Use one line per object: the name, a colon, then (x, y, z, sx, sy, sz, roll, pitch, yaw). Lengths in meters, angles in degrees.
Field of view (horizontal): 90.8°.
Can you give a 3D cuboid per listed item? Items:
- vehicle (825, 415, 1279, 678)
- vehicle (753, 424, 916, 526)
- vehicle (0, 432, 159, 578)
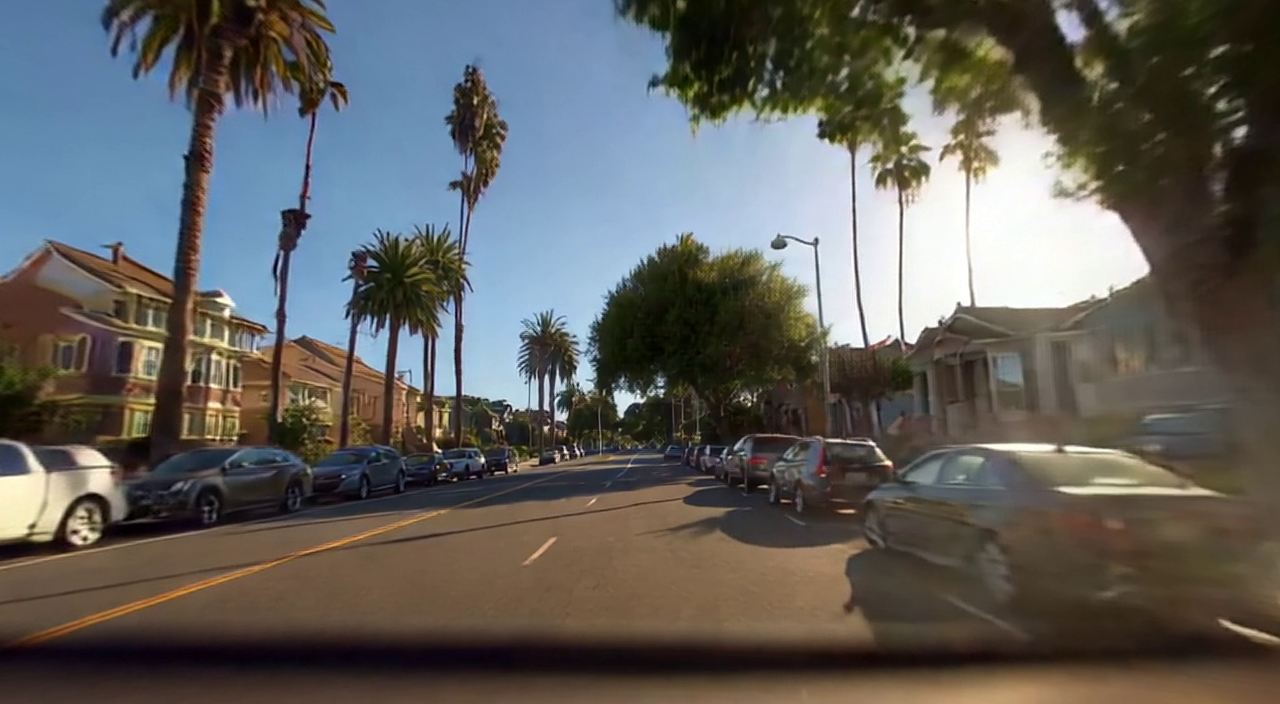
vehicle: (3.566, 1.529, 6.150, 2.096, 1.452, 4.741, -3, -10, 0)
vehicle: (3.608, 2.353, 12.642, 1.899, 1.669, 4.259, 0, -8, 0)
vehicle: (-9.396, 2.008, 8.504, 4.126, 1.802, 1.988, 3, -9, -22)
